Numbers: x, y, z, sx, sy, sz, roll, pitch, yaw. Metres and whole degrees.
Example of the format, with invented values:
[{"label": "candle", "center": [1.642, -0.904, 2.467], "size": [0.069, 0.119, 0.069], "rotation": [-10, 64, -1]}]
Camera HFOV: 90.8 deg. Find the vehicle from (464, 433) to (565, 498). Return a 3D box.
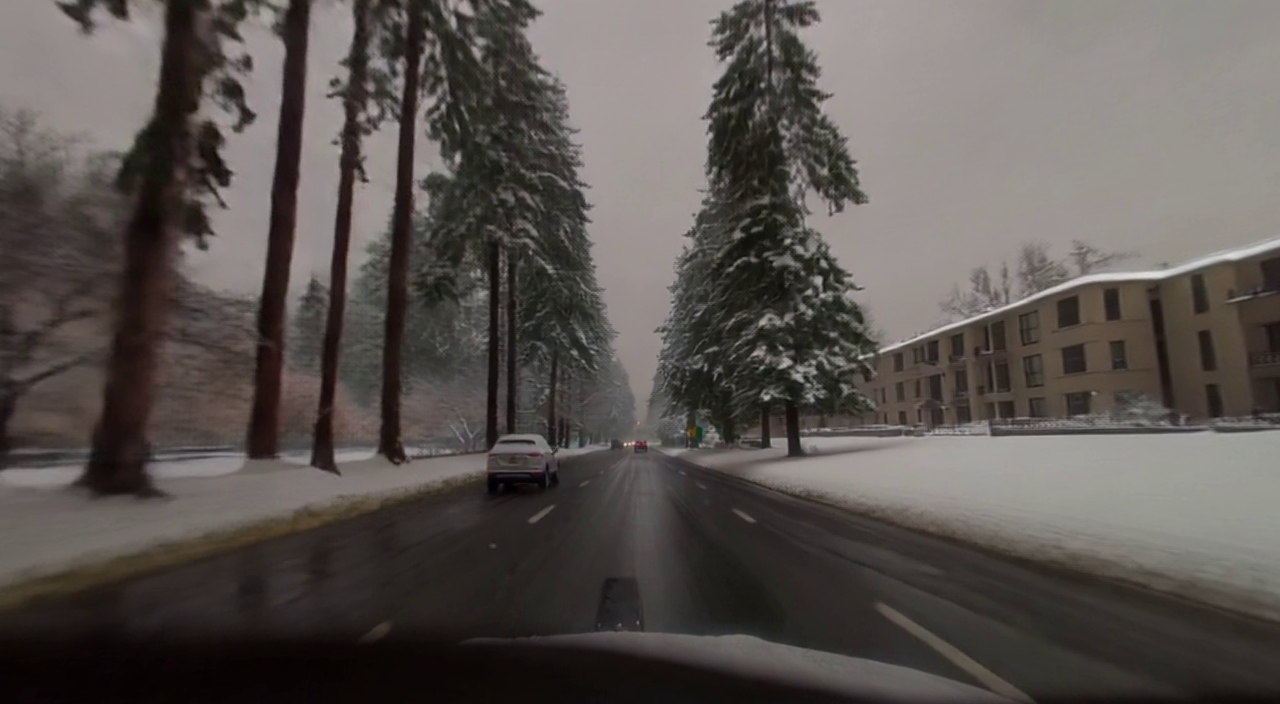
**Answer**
[{"label": "vehicle", "center": [-3.367, 3.119, 17.789], "size": [1.942, 1.588, 4.172], "rotation": [0, -8, 1]}]
